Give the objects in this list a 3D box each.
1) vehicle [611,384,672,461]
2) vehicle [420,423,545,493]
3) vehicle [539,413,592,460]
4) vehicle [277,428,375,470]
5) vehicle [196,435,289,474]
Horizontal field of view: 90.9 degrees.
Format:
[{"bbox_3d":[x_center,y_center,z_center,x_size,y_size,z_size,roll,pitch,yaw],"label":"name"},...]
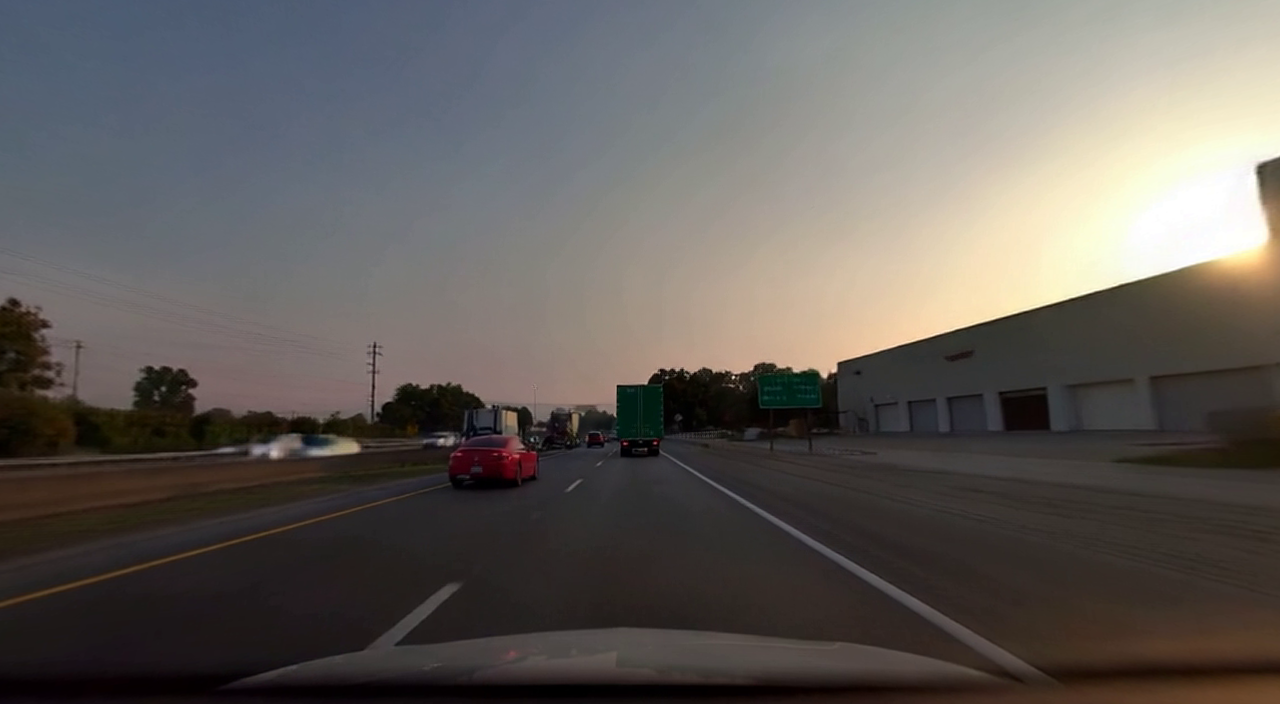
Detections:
[{"bbox_3d":[-0.021,4.438,38.773,3.259,4.066,9.891,0,-8,-1],"label":"vehicle"},{"bbox_3d":[-4.022,2.797,17.157,2.005,1.602,5.131,0,-8,1],"label":"vehicle"},{"bbox_3d":[-4.599,5.397,40.323,2.717,2.714,6.997,0,-8,-2],"label":"vehicle"},{"bbox_3d":[-12.465,3.860,25.342,1.908,1.518,4.041,0,-8,-1],"label":"vehicle"},{"bbox_3d":[-17.185,4.411,27.448,1.658,1.533,3.723,0,-8,-1],"label":"vehicle"}]
